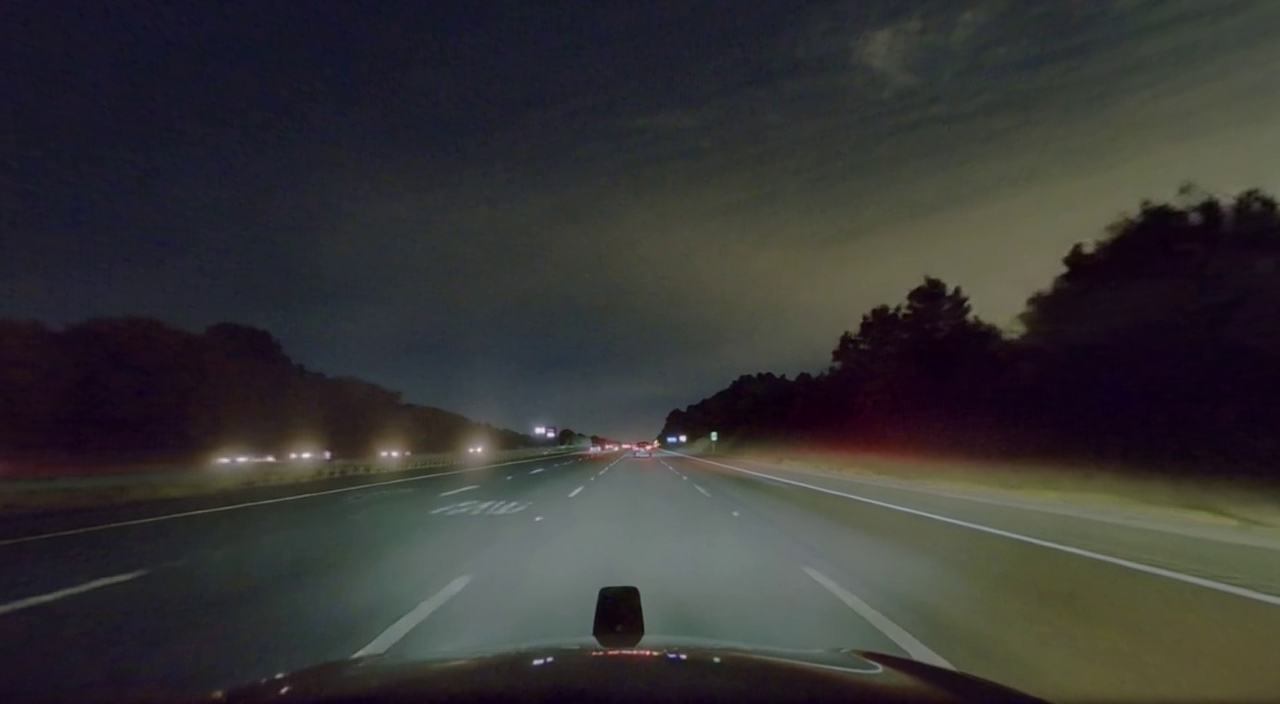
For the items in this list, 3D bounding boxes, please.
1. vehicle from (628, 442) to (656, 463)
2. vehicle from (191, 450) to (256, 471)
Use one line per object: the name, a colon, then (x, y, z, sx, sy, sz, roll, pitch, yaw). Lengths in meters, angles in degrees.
vehicle: (0.077, 7.643, 48.114, 2.021, 1.528, 4.154, 0, -8, -1)
vehicle: (-32.045, 8.310, 48.728, 1.860, 1.486, 4.721, 0, -8, 0)
